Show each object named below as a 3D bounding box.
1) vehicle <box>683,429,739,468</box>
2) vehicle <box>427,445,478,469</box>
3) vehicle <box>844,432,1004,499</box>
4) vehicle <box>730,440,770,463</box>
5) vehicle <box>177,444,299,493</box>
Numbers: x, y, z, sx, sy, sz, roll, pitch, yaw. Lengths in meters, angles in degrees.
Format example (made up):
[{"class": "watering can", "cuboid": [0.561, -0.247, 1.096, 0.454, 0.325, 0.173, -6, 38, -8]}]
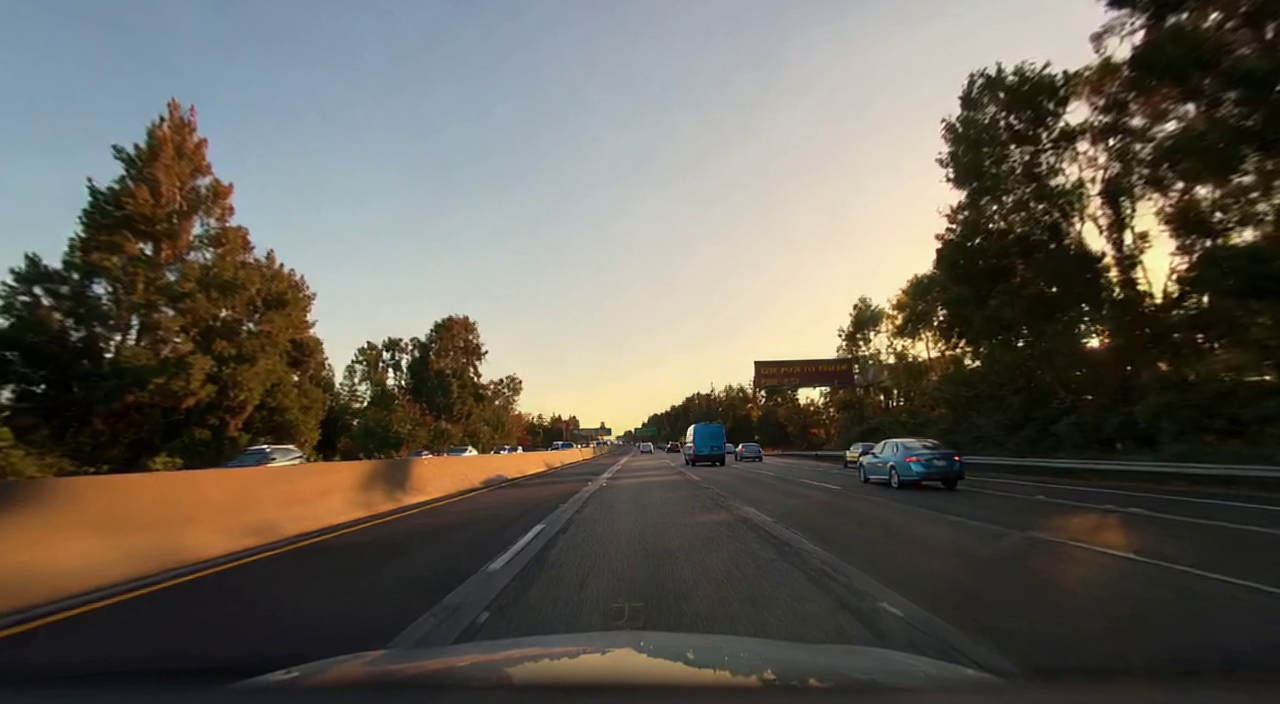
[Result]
[{"class": "vehicle", "cuboid": [4.129, 5.725, 37.427, 2.546, 2.087, 5.404, 0, -8, -2]}, {"class": "vehicle", "cuboid": [-13.588, 7.635, 45.811, 2.213, 1.636, 4.641, -1, -8, 1]}, {"class": "vehicle", "cuboid": [7.335, 2.975, 16.942, 2.003, 1.517, 4.936, 0, -8, 0]}, {"class": "vehicle", "cuboid": [7.680, 6.971, 44.161, 2.099, 1.510, 3.784, 0, -8, -1]}, {"class": "vehicle", "cuboid": [-18.529, 5.354, 29.319, 2.390, 1.916, 5.057, -4, -8, 0]}]
